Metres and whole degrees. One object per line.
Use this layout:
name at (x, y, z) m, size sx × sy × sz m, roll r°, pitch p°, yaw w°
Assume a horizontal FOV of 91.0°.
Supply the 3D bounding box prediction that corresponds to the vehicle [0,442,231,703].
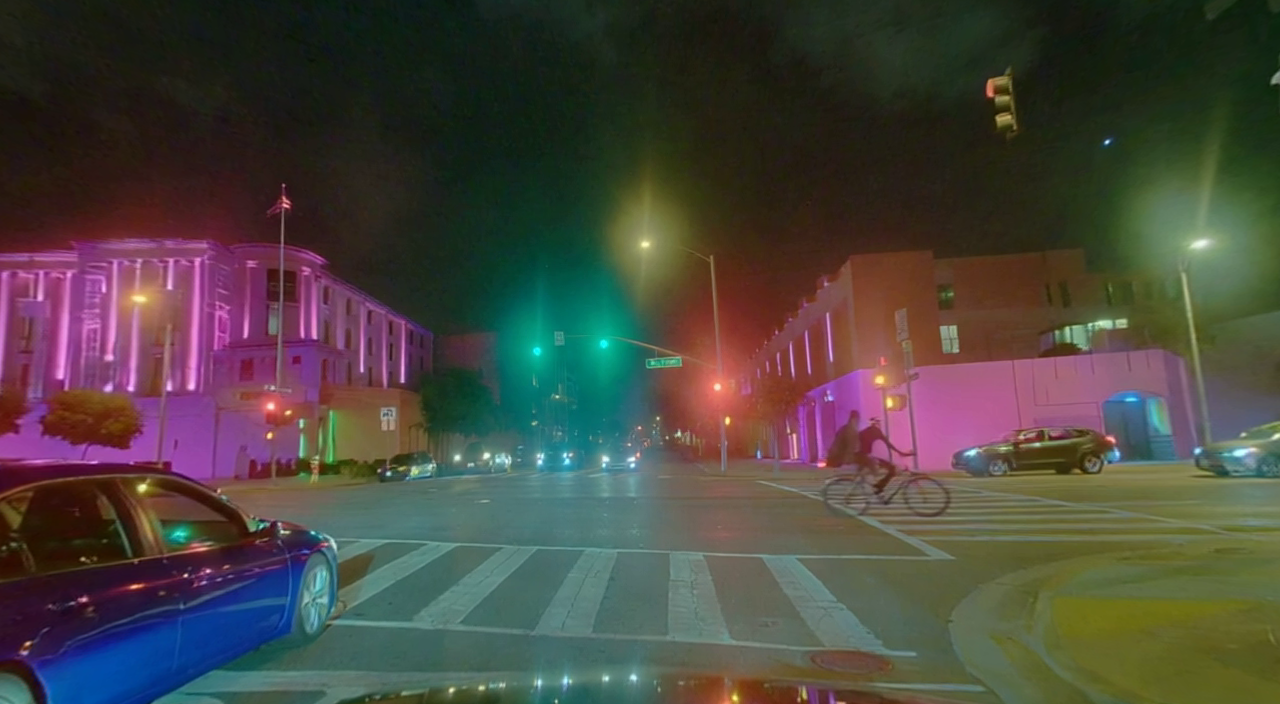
vehicle at (-3.727, 0.972, 2.166) m, size 1.759 × 1.325 × 4.295 m, roll 0°, pitch -9°, yaw 0°

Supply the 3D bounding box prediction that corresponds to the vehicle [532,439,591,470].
vehicle at (-4.499, 5.976, 36.863) m, size 1.928 × 1.647 × 4.575 m, roll -2°, pitch -9°, yaw 13°

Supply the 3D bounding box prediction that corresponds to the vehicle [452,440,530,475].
vehicle at (-8.390, 5.973, 36.060) m, size 2.152 × 1.825 × 5.406 m, roll -2°, pitch -9°, yaw 12°

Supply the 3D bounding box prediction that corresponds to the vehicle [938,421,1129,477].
vehicle at (11.575, 2.880, 18.803) m, size 4.355 × 1.546 × 1.820 m, roll -1°, pitch -9°, yaw 6°

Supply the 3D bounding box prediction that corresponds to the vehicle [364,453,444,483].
vehicle at (-12.581, 6.174, 33.874) m, size 1.976 × 1.425 × 4.567 m, roll -1°, pitch -9°, yaw 9°

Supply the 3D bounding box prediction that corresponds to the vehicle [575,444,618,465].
vehicle at (-3.009, 7.183, 44.148) m, size 1.743 × 1.362 × 4.350 m, roll -2°, pitch -9°, yaw 14°
